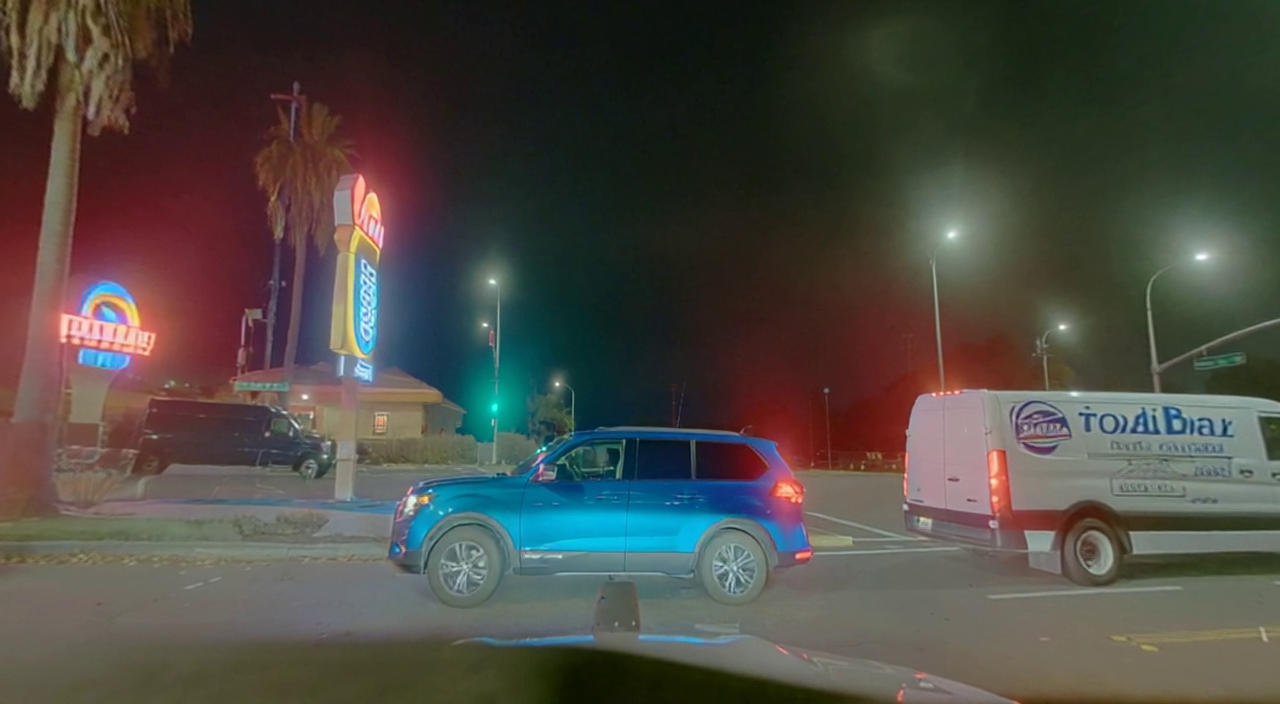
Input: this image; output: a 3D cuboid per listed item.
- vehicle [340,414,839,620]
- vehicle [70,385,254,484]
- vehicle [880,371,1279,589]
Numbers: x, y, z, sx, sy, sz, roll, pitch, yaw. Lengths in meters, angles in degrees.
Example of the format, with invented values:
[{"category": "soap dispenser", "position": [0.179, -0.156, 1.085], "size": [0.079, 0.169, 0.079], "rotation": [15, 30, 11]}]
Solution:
[{"category": "vehicle", "position": [-0.486, 1.614, 6.854], "size": [4.493, 1.728, 2.137], "rotation": [1, -9, -9]}, {"category": "vehicle", "position": [-21.680, 3.903, 29.444], "size": [3.034, 3.929, 7.699], "rotation": [1, -9, -6]}, {"category": "vehicle", "position": [6.626, 1.512, 8.026], "size": [6.246, 2.202, 2.277], "rotation": [1, -9, -8]}]
